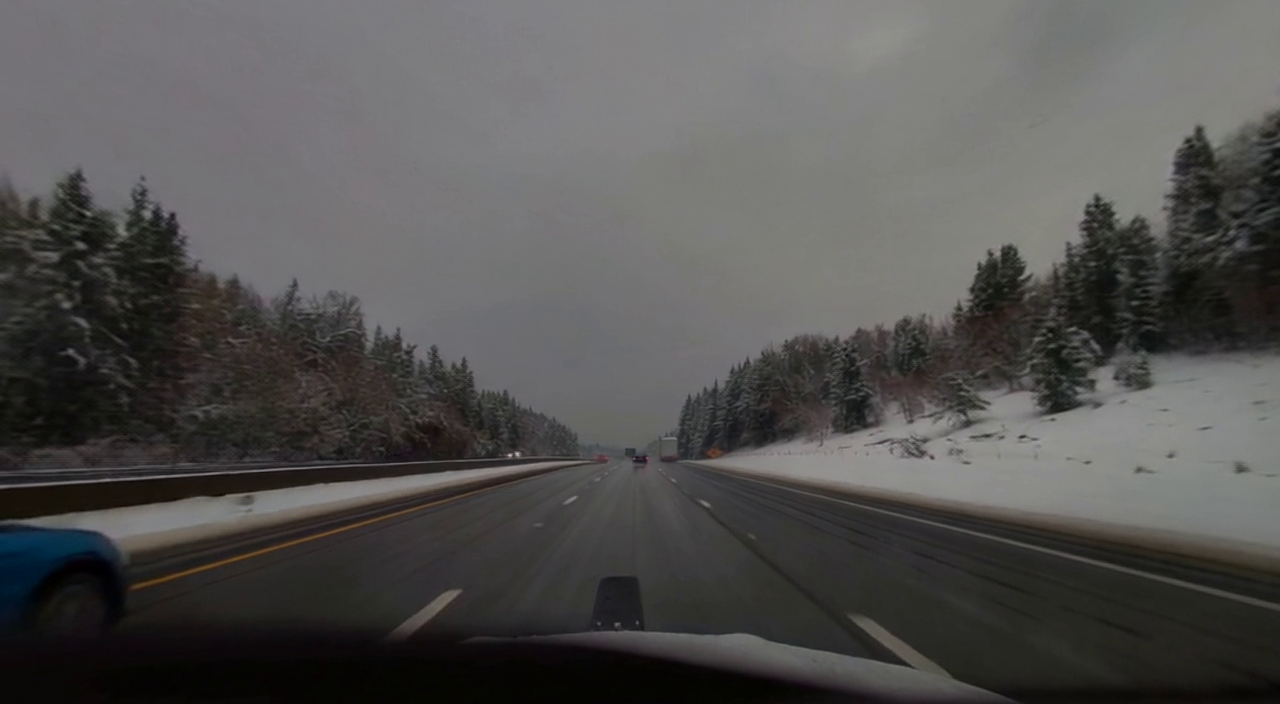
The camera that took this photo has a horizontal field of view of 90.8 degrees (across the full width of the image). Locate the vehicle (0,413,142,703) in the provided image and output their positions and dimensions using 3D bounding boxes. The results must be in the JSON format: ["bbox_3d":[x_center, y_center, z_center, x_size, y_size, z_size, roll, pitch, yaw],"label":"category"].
[{"bbox_3d":[-4.185,0.913,2.056,1.927,1.530,3.874,0,-9,0],"label":"vehicle"}]
